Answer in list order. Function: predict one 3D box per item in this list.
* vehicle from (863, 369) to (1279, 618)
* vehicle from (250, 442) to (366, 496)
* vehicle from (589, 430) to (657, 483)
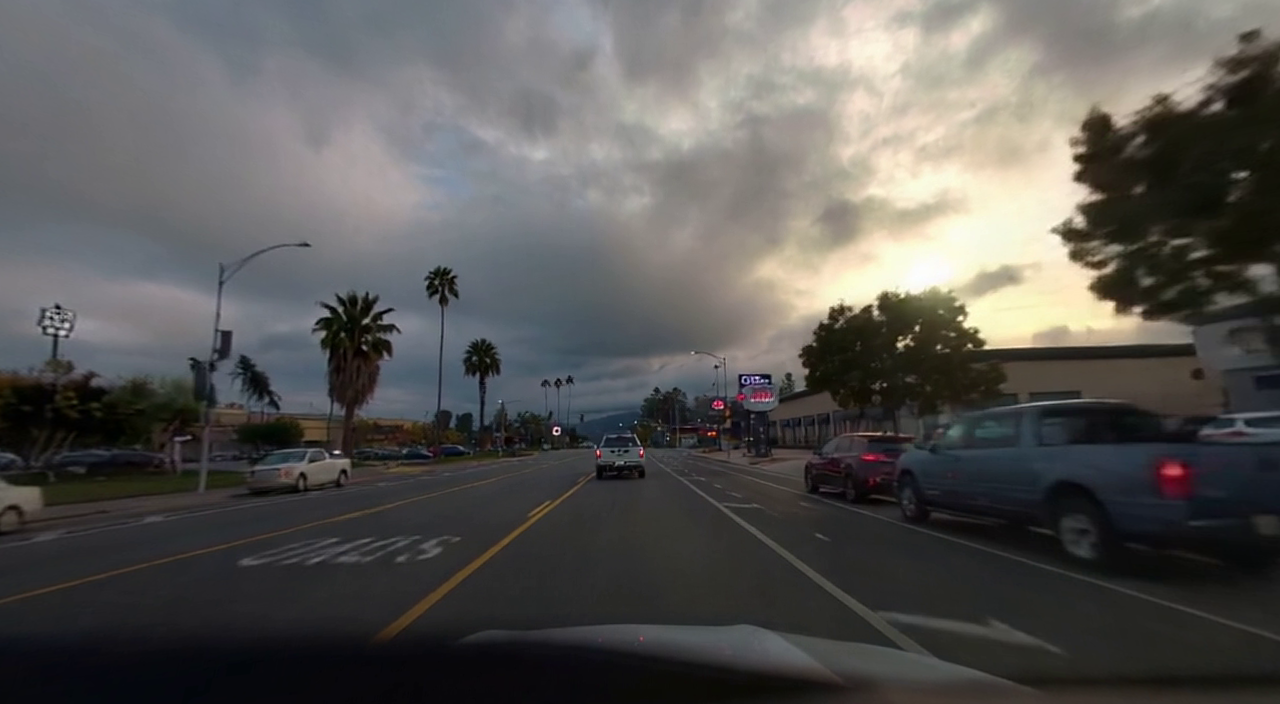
[{"bbox_3d":[5.450,1.599,8.236,2.568,1.974,6.203,2,-8,-2],"label":"vehicle"},{"bbox_3d":[-13.543,4.759,26.117,2.296,1.847,4.856,-4,-8,-1],"label":"vehicle"},{"bbox_3d":[-0.581,3.776,23.039,2.239,1.763,4.096,0,-8,-1],"label":"vehicle"}]
